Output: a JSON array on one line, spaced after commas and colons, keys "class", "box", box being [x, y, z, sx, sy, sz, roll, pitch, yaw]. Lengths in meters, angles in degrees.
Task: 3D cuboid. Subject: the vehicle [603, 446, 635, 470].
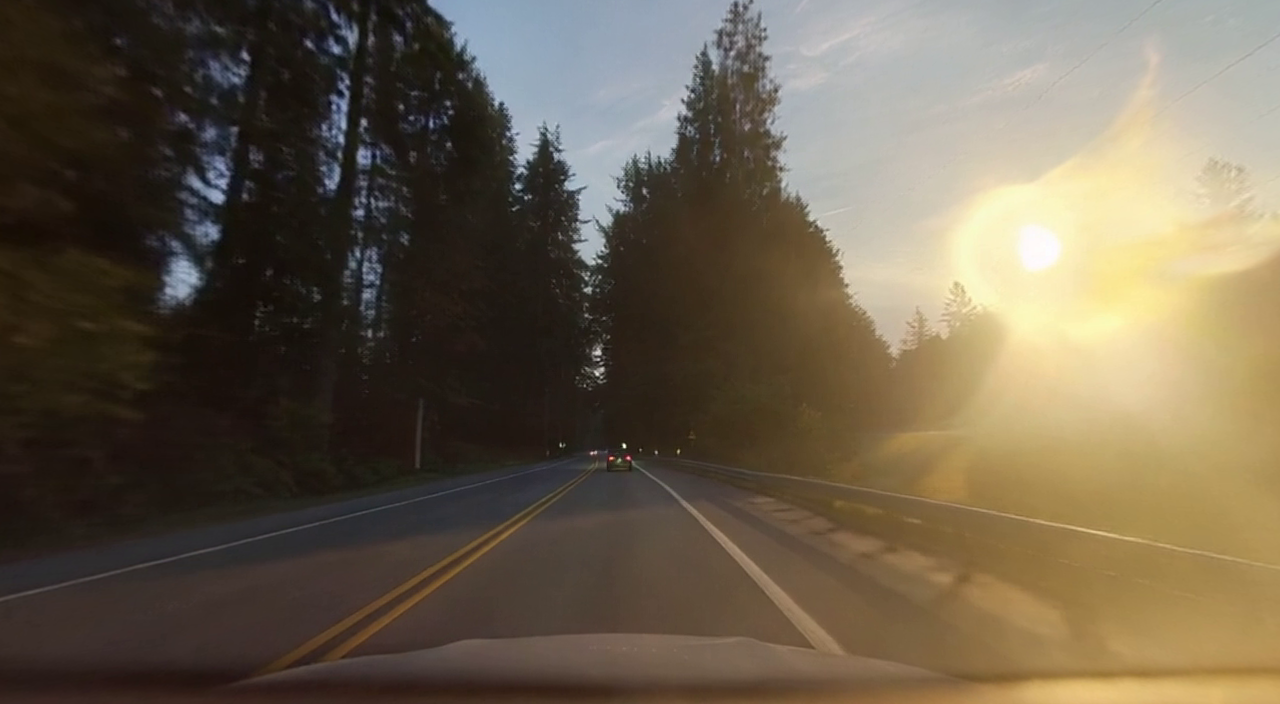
[{"class": "vehicle", "box": [-1.387, 6.991, 41.752, 2.042, 1.489, 3.963, 0, -9, -2]}]
